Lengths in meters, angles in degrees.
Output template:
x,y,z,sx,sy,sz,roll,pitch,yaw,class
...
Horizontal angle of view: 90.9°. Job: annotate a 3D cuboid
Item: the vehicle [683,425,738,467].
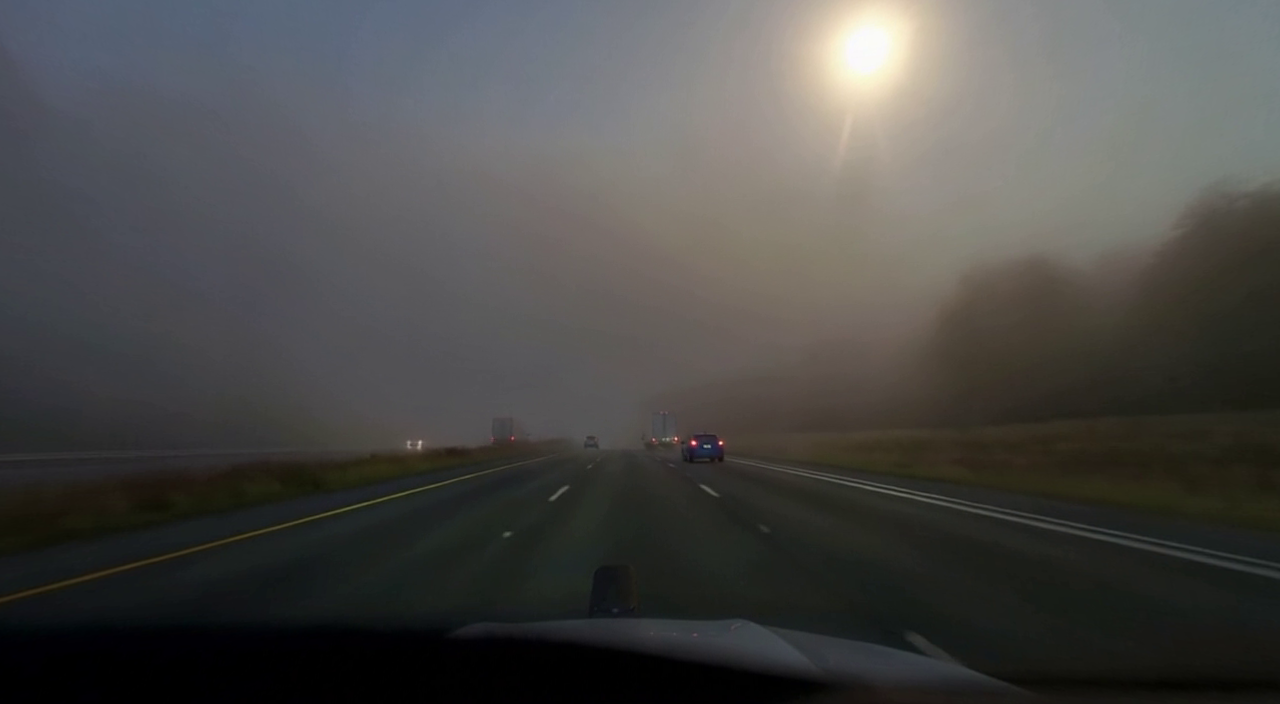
x,y,z,sx,sy,sz,roll,pitch,yaw,class
3.406,4.631,31.235,2.076,1.914,4.287,0,-8,-2,vehicle
